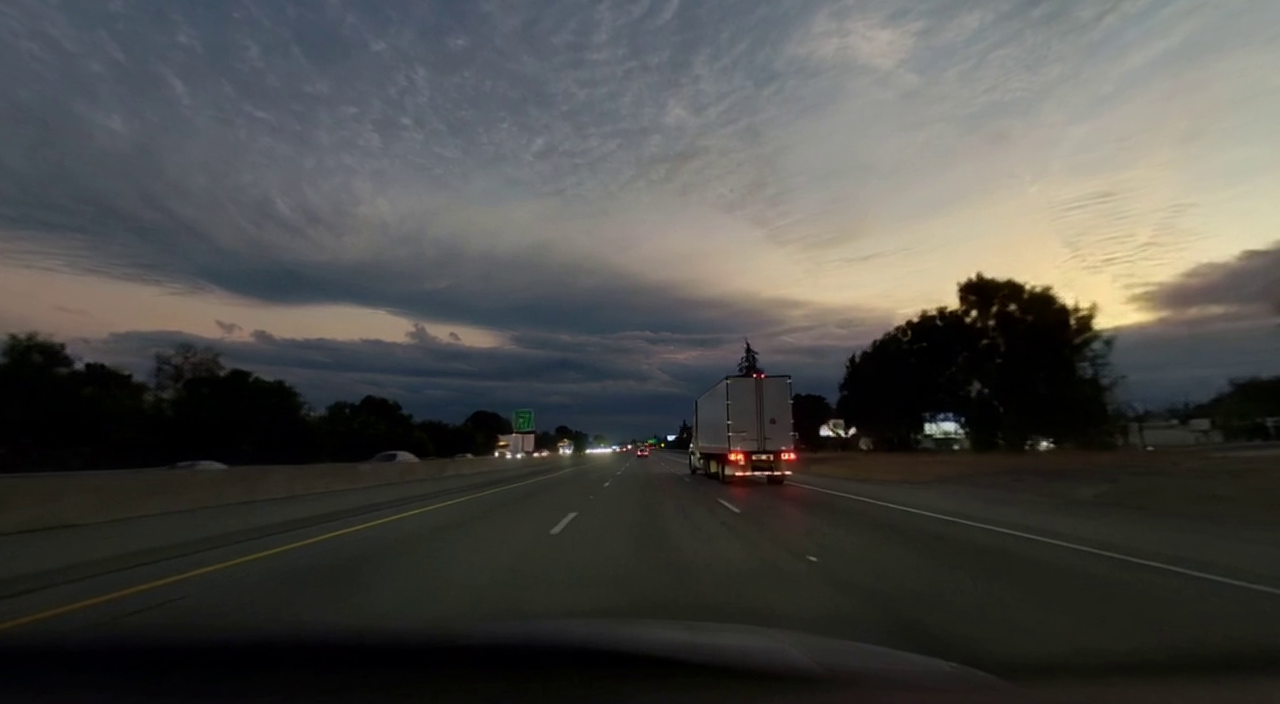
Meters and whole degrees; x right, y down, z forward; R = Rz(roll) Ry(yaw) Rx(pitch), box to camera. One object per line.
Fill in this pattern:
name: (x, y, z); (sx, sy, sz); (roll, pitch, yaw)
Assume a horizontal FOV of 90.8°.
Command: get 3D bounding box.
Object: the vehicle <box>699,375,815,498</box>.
vehicle: (4.657, 3.860, 28.276); (3.058, 4.312, 12.251); (0, -9, 1)
